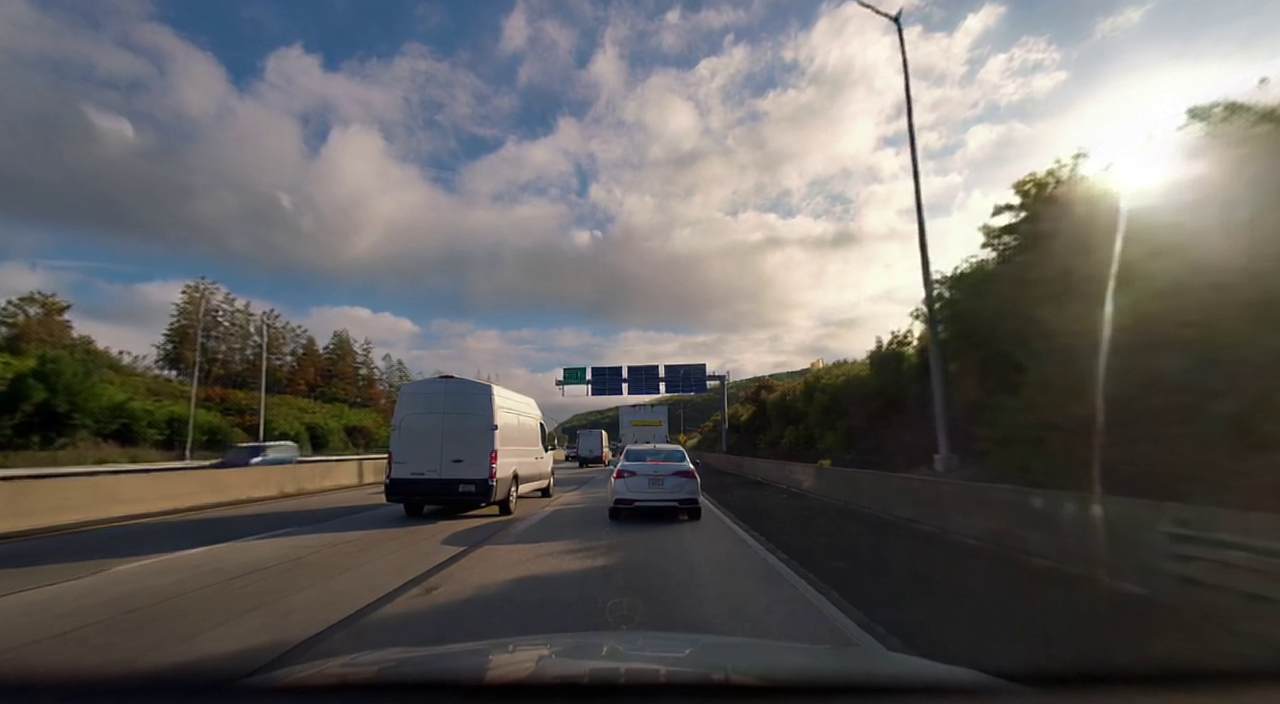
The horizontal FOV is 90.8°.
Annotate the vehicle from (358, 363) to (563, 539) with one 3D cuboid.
[{"bbox_3d":[-3.231,2.064,13.384,2.289,2.757,6.726,0,-9,1],"label":"vehicle"}]

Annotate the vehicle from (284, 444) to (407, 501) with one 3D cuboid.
[{"bbox_3d":[-8.477,3.476,18.527,1.876,1.482,3.539,0,-9,0],"label":"vehicle"}]

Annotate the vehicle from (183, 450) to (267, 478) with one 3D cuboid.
[{"bbox_3d":[-22.987,6.219,35.154,1.790,1.438,4.160,0,-9,1],"label":"vehicle"}]

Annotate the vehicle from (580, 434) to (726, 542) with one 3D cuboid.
[{"bbox_3d":[0.173,2.194,10.732,2.063,1.507,3.488,0,-9,0],"label":"vehicle"}]
